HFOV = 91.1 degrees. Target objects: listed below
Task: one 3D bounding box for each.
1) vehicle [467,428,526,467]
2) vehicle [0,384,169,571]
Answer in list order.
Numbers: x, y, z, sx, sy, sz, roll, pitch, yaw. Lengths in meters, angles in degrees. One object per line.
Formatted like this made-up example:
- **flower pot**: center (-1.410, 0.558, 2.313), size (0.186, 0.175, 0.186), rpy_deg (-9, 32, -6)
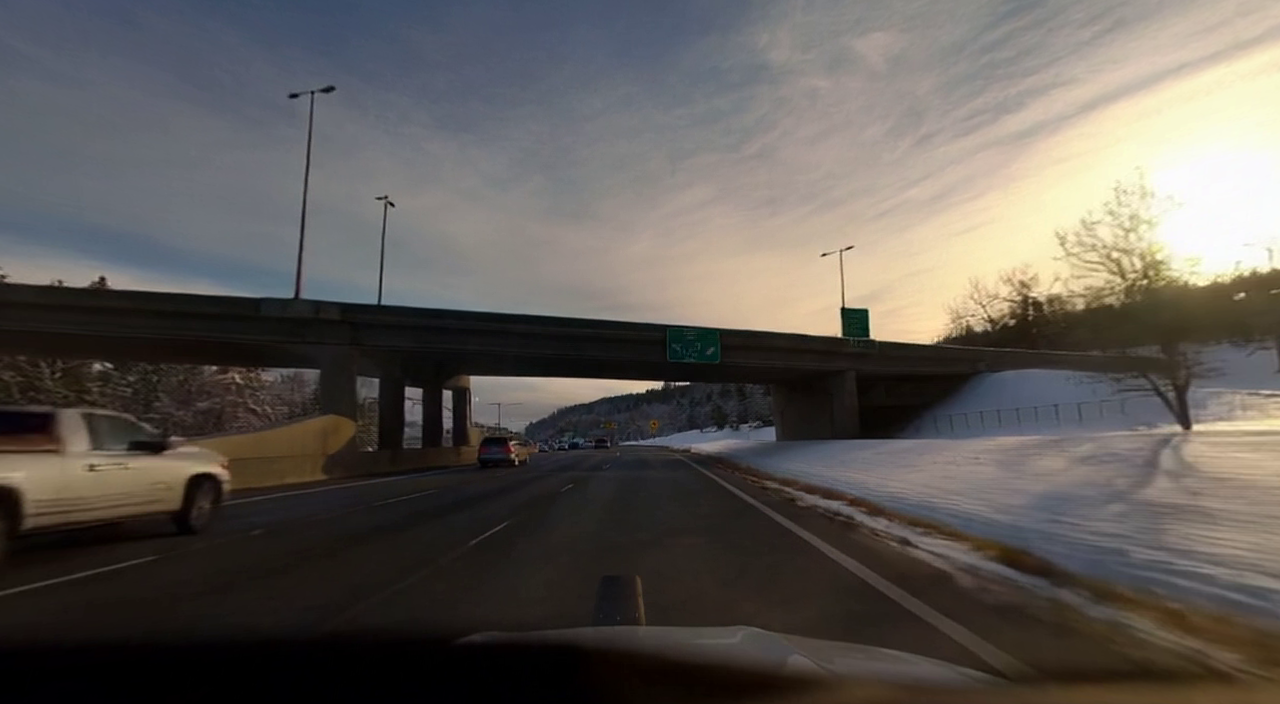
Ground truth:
- **vehicle**: center (-7.426, 4.964, 33.014), size (1.956, 1.888, 4.512), rpy_deg (0, -8, 1)
- **vehicle**: center (-7.660, 1.256, 6.211), size (2.188, 1.896, 4.810), rpy_deg (0, -8, 1)
